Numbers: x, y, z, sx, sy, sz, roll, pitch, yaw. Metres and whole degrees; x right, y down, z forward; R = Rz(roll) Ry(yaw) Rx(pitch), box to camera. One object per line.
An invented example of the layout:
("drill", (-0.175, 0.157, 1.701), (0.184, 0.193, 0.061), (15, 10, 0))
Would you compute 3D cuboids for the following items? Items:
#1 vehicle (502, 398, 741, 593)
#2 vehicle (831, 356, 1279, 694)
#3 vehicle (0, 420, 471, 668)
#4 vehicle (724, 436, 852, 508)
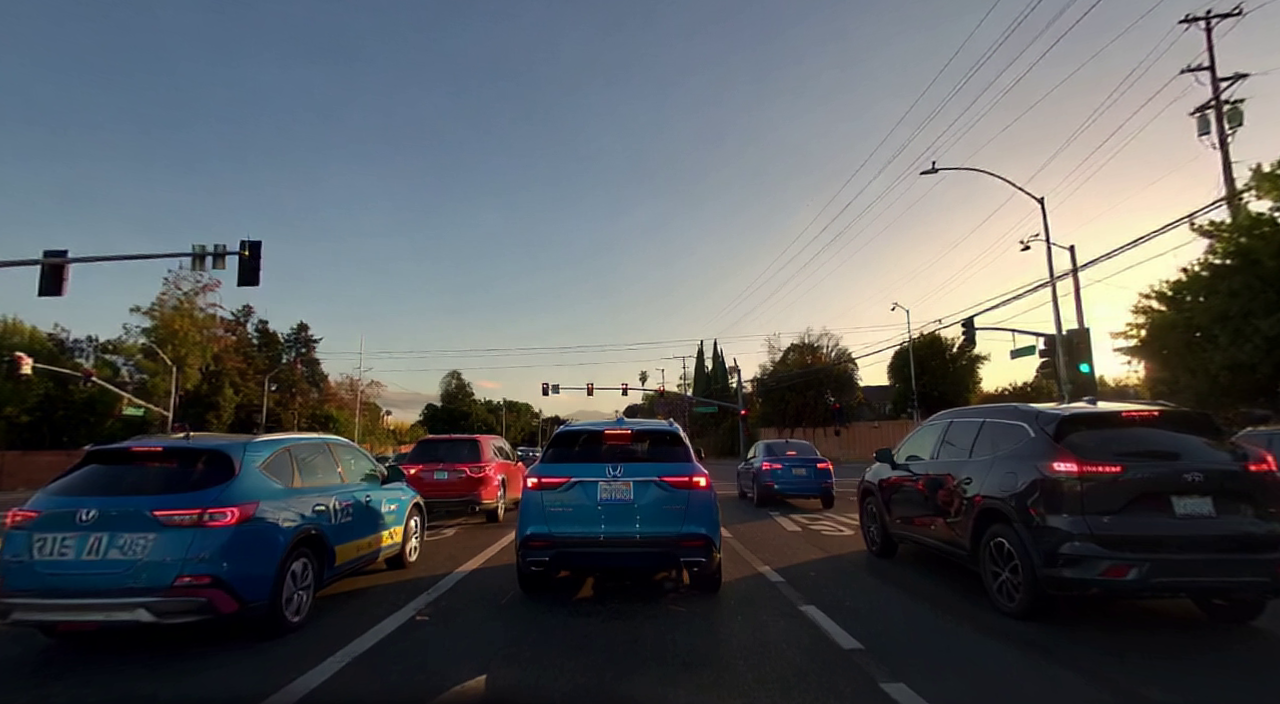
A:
("vehicle", (-0.138, 1.578, 7.701), (2.111, 1.712, 4.078), (0, -9, 1))
("vehicle", (3.518, 1.257, 5.737), (1.999, 1.789, 4.583), (0, -9, -1))
("vehicle", (-3.192, 1.493, 6.088), (1.881, 1.466, 4.484), (0, -9, 0))
("vehicle", (3.368, 2.831, 15.361), (1.949, 1.479, 4.489), (0, -9, -1))
